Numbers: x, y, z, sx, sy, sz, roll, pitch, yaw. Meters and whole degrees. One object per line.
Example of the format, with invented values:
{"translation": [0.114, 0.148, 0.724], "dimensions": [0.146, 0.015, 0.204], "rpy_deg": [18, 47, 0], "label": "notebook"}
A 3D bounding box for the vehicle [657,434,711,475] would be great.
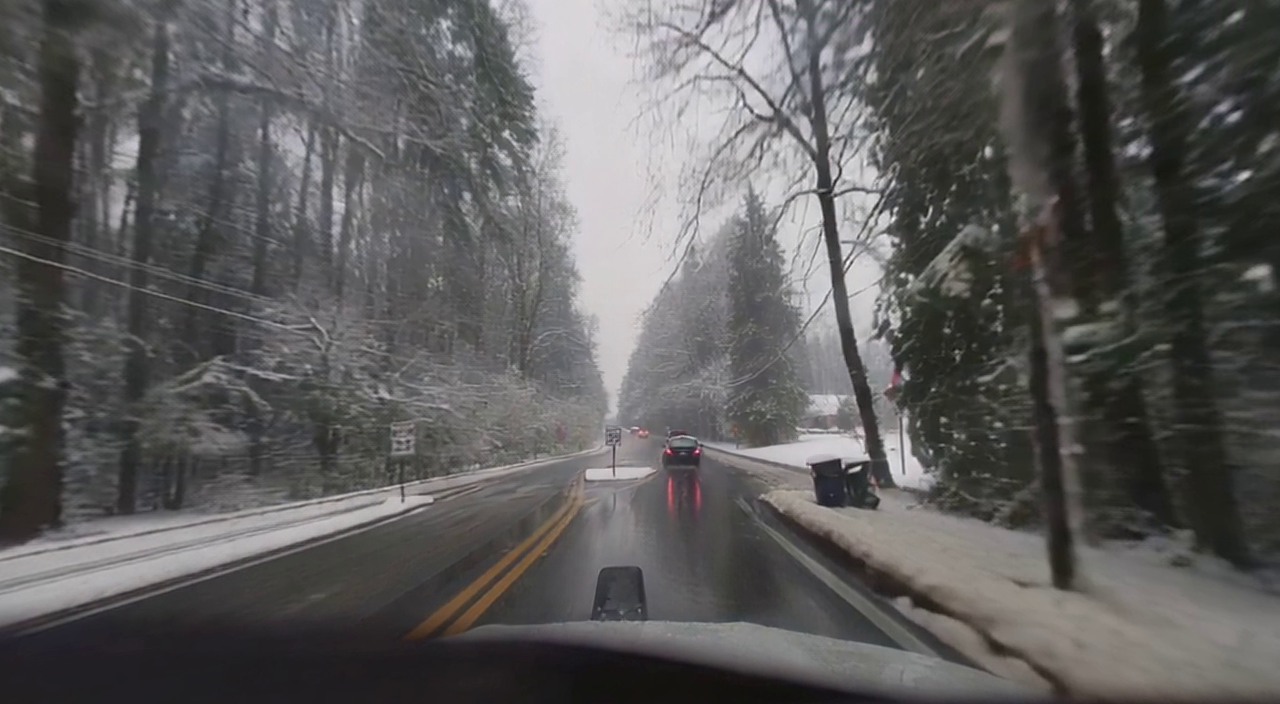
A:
{"translation": [1.991, 4.581, 28.487], "dimensions": [2.216, 1.708, 4.110], "rpy_deg": [-1, -8, 4], "label": "vehicle"}
